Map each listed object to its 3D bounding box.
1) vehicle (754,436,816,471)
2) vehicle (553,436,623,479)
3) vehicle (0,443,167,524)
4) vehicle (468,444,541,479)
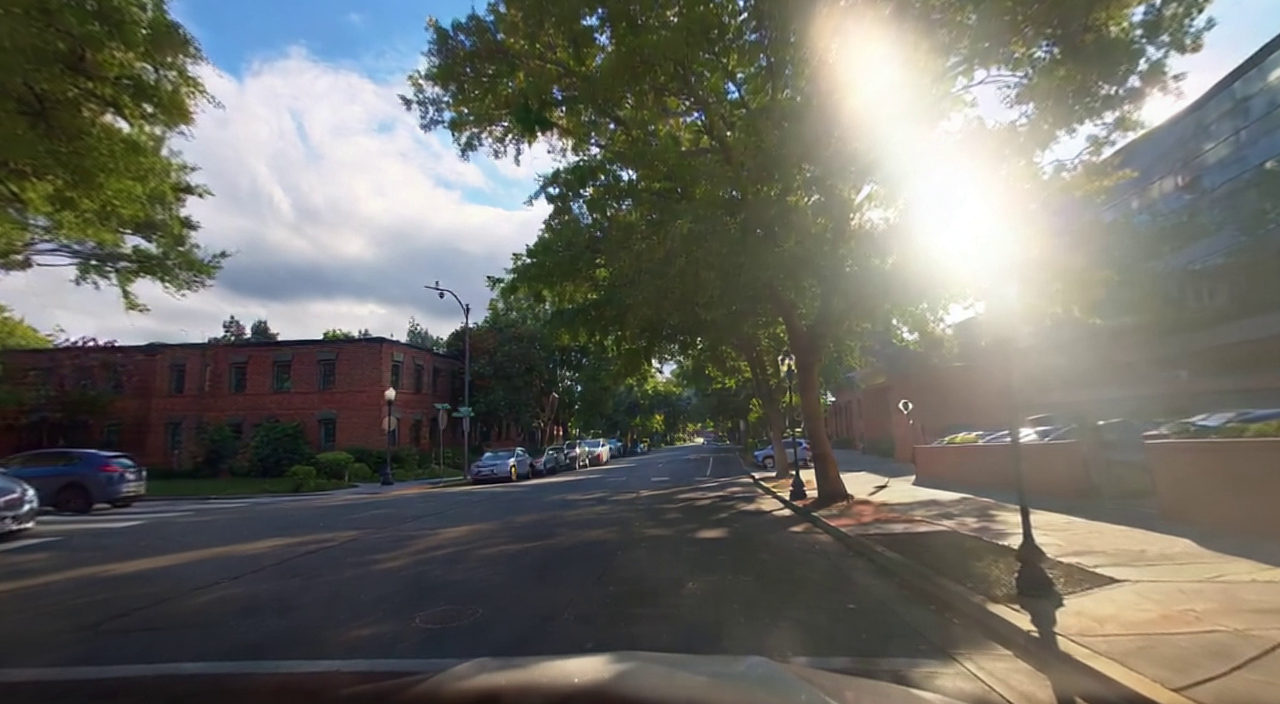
[{"bbox_3d":[6.689,4.726,29.574,1.918,1.461,4.419,0,-8,1],"label":"vehicle"},{"bbox_3d":[-2.094,4.445,26.916,2.110,1.651,4.410,-1,-9,7],"label":"vehicle"},{"bbox_3d":[-13.412,2.859,14.061,4.106,1.620,2.065,-1,-9,2],"label":"vehicle"},{"bbox_3d":[-6.071,4.975,28.963,1.968,1.443,4.358,-1,-9,6],"label":"vehicle"}]
